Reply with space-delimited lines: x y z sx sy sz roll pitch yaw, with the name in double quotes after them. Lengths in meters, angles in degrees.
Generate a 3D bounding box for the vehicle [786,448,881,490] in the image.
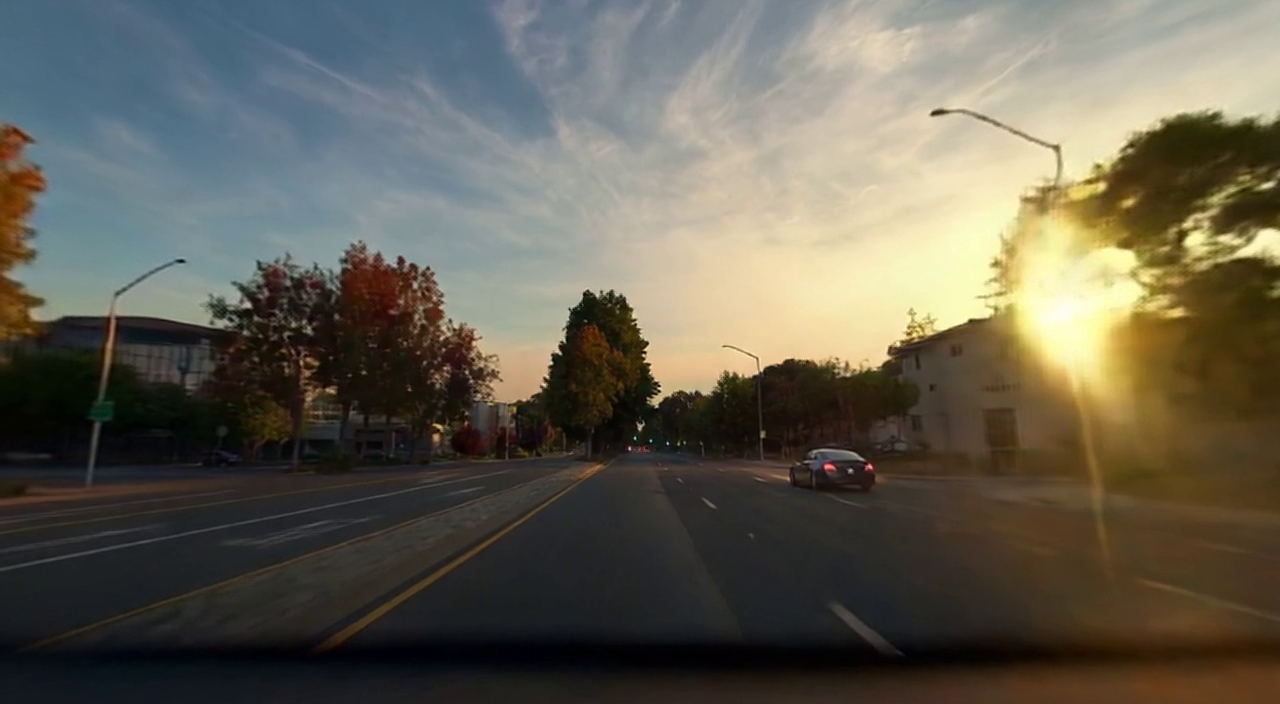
7.136 4.350 23.783 2.054 1.421 4.487 0 -9 -1 "vehicle"
